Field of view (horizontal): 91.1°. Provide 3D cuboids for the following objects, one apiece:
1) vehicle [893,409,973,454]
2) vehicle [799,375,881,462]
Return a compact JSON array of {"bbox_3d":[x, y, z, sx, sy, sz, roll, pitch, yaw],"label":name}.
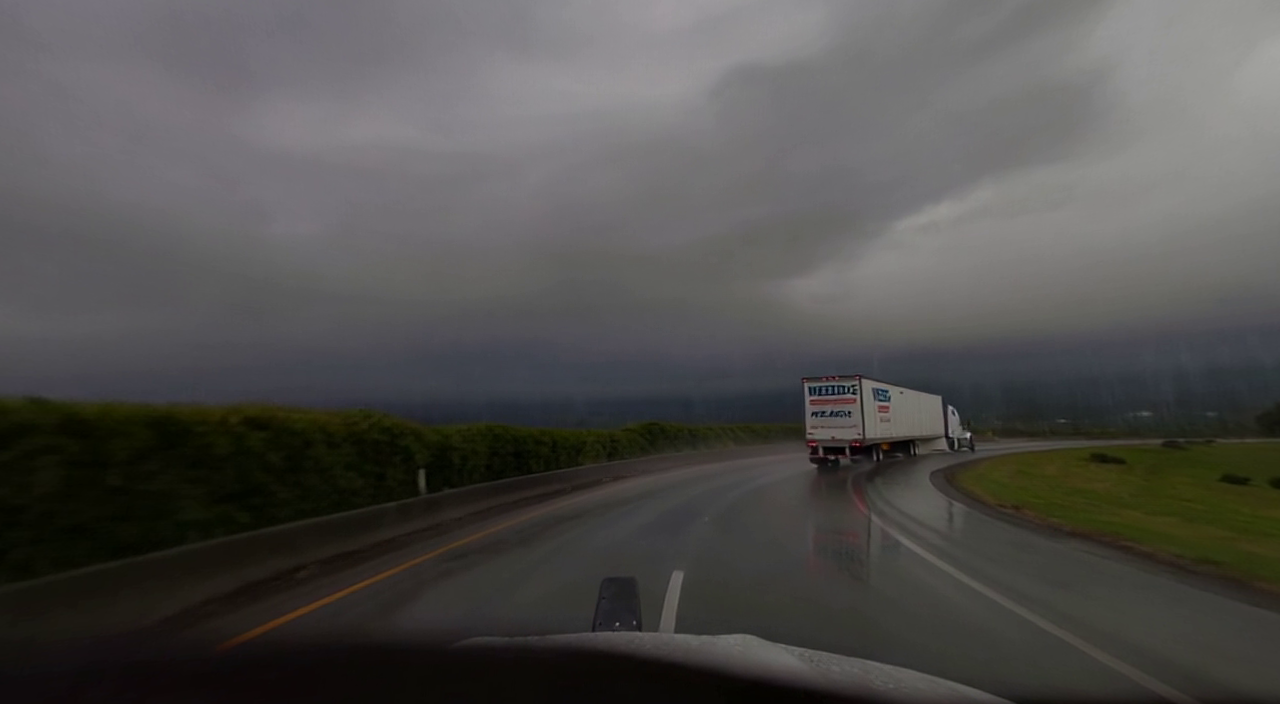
[{"bbox_3d":[18.097,4.937,38.599,6.650,2.524,2.120,8,-11,-44],"label":"vehicle"},{"bbox_3d":[9.397,3.182,29.413,2.963,3.771,3.137,-4,-9,28],"label":"vehicle"}]
